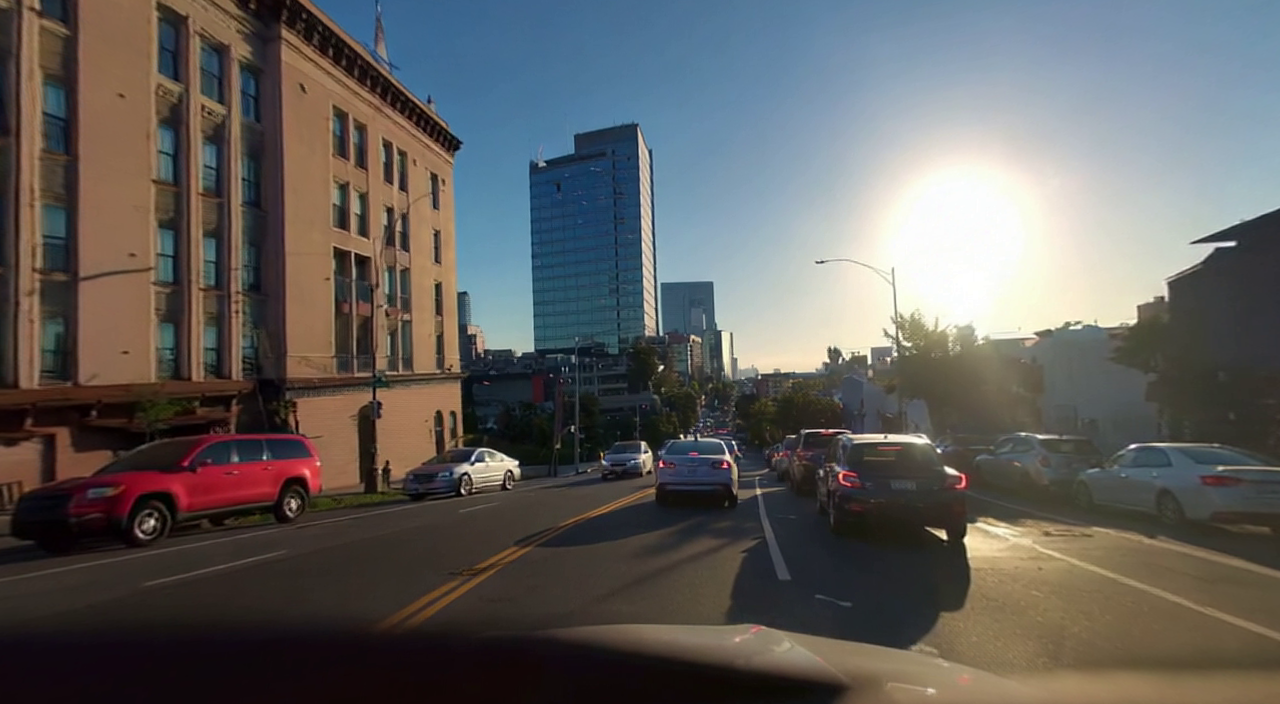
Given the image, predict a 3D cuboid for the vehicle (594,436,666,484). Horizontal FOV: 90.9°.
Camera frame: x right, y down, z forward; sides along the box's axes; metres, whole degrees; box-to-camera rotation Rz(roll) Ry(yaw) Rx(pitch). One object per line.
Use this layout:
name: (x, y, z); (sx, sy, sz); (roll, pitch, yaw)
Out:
vehicle: (-0.280, 4.298, 25.526); (2.030, 1.730, 4.453); (-2, -9, 11)

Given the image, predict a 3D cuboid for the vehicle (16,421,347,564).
vehicle: (-7.553, 2.286, 11.096); (1.934, 1.770, 4.546); (-9, -9, 10)

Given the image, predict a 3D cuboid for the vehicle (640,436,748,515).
vehicle: (1.322, 2.634, 13.980); (2.031, 1.461, 3.763); (-2, -8, 10)

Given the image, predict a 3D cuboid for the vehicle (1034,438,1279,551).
vehicle: (8.960, 2.273, 10.921); (1.901, 1.500, 4.729); (-2, -8, 10)

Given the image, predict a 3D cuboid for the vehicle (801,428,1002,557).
vehicle: (3.667, 1.987, 9.725); (1.982, 1.510, 4.144); (-2, -8, 10)

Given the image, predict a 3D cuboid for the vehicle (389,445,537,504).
vehicle: (-5.064, 3.538, 18.732); (1.928, 1.503, 4.322); (-4, -9, 22)
